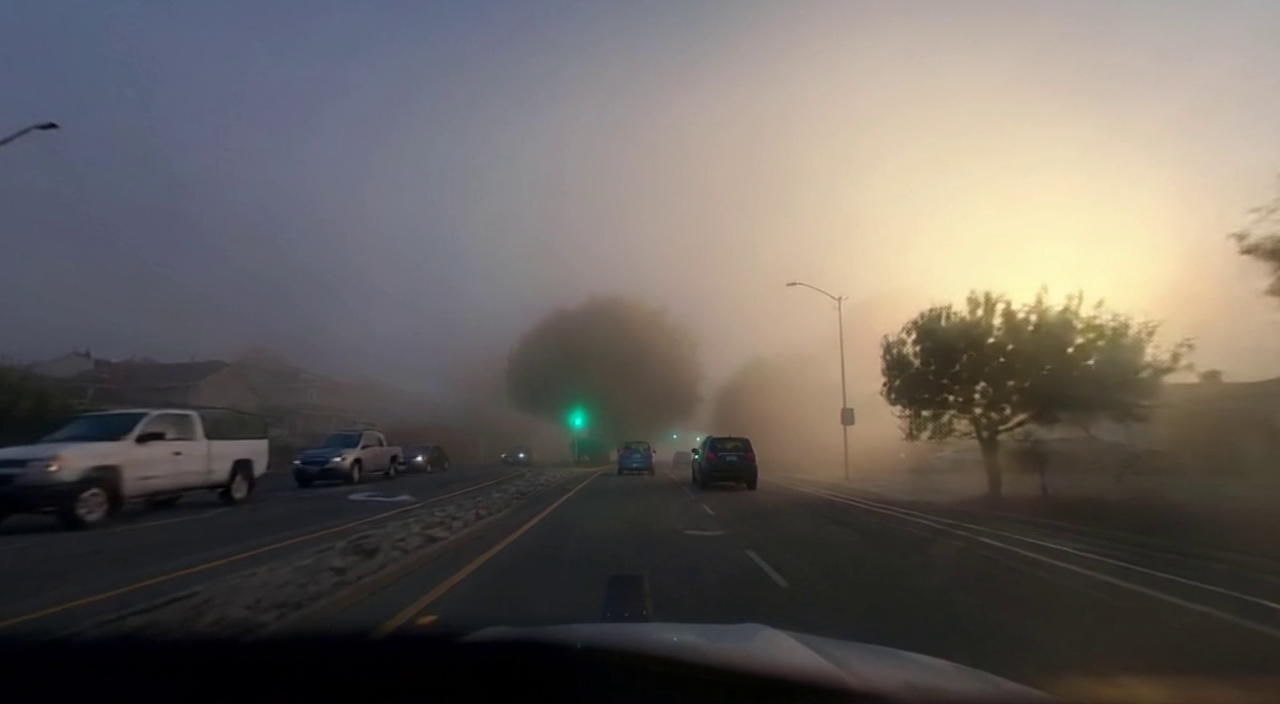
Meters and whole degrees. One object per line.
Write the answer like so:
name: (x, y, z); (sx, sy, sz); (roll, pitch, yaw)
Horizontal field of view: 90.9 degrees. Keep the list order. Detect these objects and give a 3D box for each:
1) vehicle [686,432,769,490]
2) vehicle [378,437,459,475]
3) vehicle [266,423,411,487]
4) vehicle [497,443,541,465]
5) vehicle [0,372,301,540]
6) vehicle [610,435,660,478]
vehicle: (2.898, 3.729, 21.915); (2.166, 1.799, 4.372); (0, -8, -1)
vehicle: (-9.175, 4.328, 26.505); (1.829, 1.463, 4.403); (0, -8, 0)
vehicle: (-9.220, 3.201, 19.897); (1.893, 1.735, 5.318); (0, -8, 1)
vehicle: (-8.704, 7.385, 45.766); (1.991, 1.503, 4.688); (-1, -8, 4)
vehicle: (-9.144, 1.813, 11.328); (2.037, 2.113, 7.185); (0, -8, 1)
vehicle: (-0.236, 4.849, 29.470); (2.185, 1.822, 4.391); (0, -8, -1)
